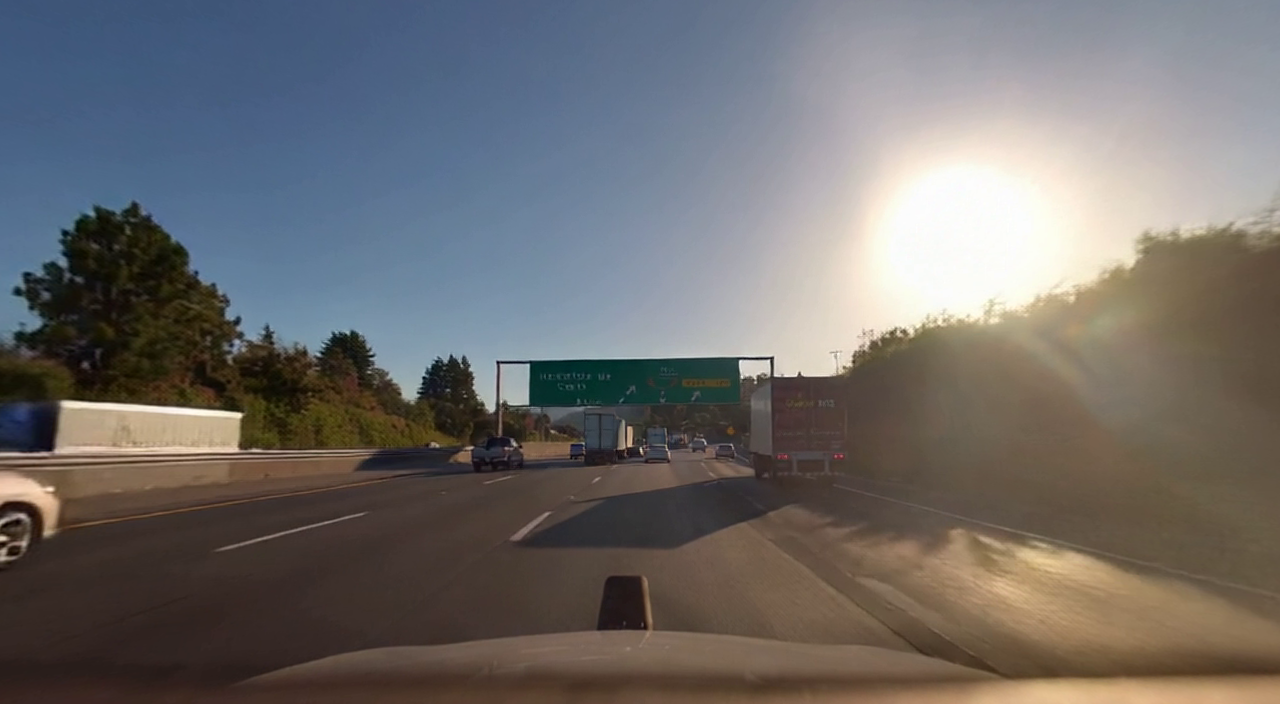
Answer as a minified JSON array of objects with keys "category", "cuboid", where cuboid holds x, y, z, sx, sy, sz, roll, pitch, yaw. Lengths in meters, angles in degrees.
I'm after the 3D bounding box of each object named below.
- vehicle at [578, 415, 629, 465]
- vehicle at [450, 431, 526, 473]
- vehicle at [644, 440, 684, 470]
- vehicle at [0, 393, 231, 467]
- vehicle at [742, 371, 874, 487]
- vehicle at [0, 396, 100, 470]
[{"category":"vehicle","cuboid":[-2.390,6.195,44.281,2.745,3.156,7.608,0,-8,3]},{"category":"vehicle","cuboid":[-7.203,4.823,30.552,2.272,1.850,5.156,0,-8,1]},{"category":"vehicle","cuboid":[1.258,5.622,34.656,2.105,1.502,4.068,0,-8,0]},{"category":"vehicle","cuboid":[-34.837,5.565,43.400,2.919,4.193,15.356,0,-9,1]},{"category":"vehicle","cuboid":[5.670,2.879,22.836,2.895,3.484,7.631,0,-8,2]},{"category":"vehicle","cuboid":[-35.057,4.615,35.400,3.071,3.852,6.737,0,-8,2]}]
